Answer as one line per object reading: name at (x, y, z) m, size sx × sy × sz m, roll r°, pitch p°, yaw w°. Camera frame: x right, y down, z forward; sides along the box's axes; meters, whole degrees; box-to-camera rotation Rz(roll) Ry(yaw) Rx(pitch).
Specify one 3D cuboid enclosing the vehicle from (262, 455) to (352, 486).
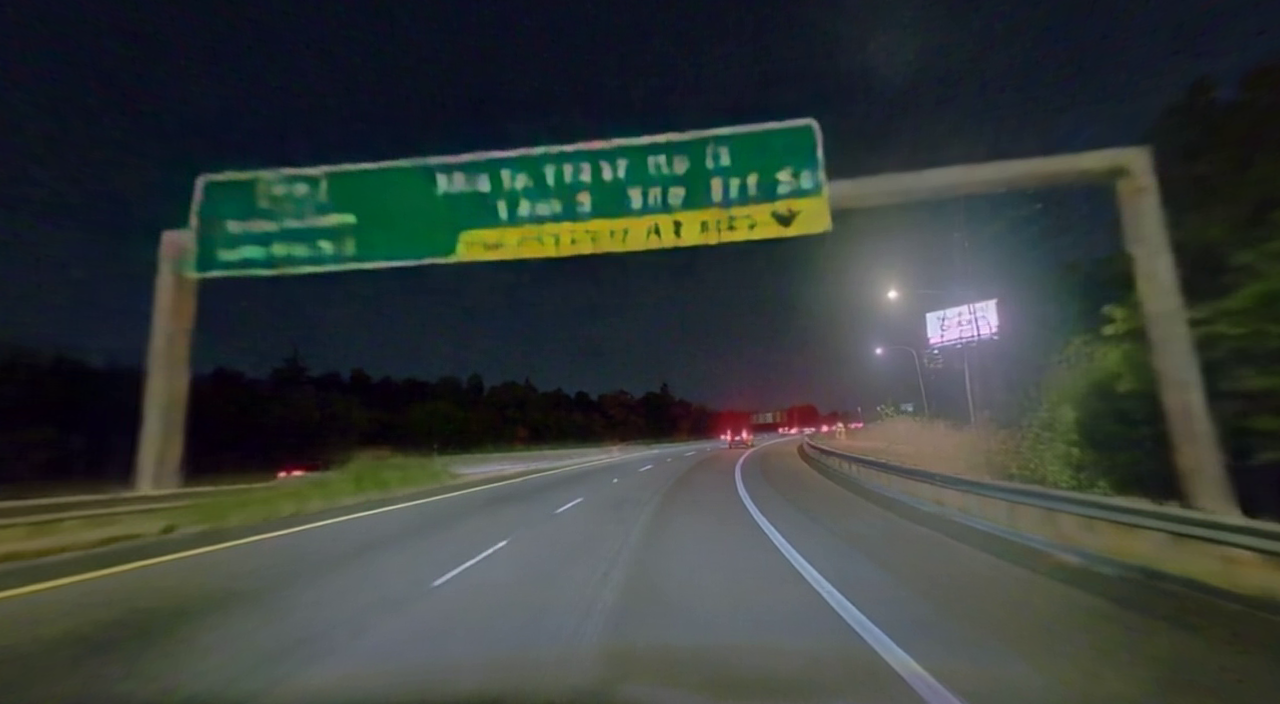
vehicle at (-20.709, 7.321, 39.226) m, size 2.145 × 1.717 × 4.448 m, roll -5°, pitch -10°, yaw 29°
